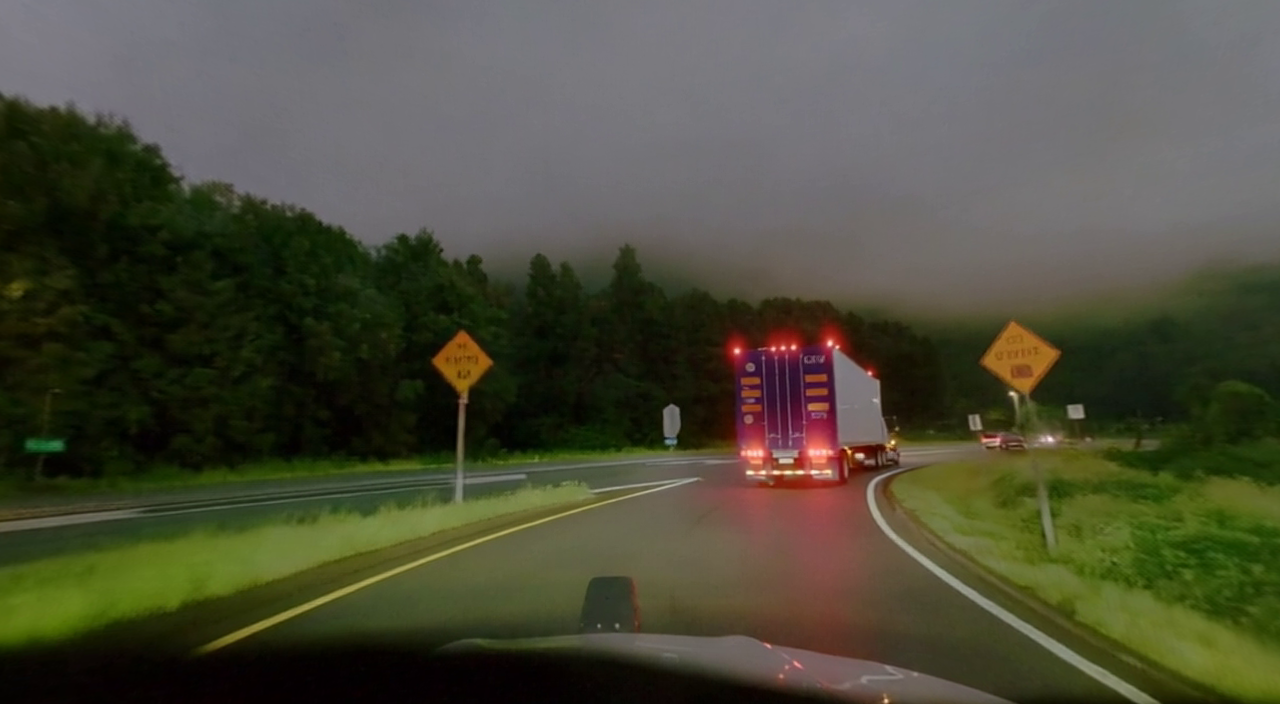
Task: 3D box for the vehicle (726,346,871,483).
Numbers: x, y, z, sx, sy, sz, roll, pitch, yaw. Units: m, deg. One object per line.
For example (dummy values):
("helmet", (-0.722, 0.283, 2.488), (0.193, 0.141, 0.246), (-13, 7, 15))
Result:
("vehicle", (5.847, 2.293, 21.663), (2.937, 3.647, 9.344), (-4, -9, 25))
